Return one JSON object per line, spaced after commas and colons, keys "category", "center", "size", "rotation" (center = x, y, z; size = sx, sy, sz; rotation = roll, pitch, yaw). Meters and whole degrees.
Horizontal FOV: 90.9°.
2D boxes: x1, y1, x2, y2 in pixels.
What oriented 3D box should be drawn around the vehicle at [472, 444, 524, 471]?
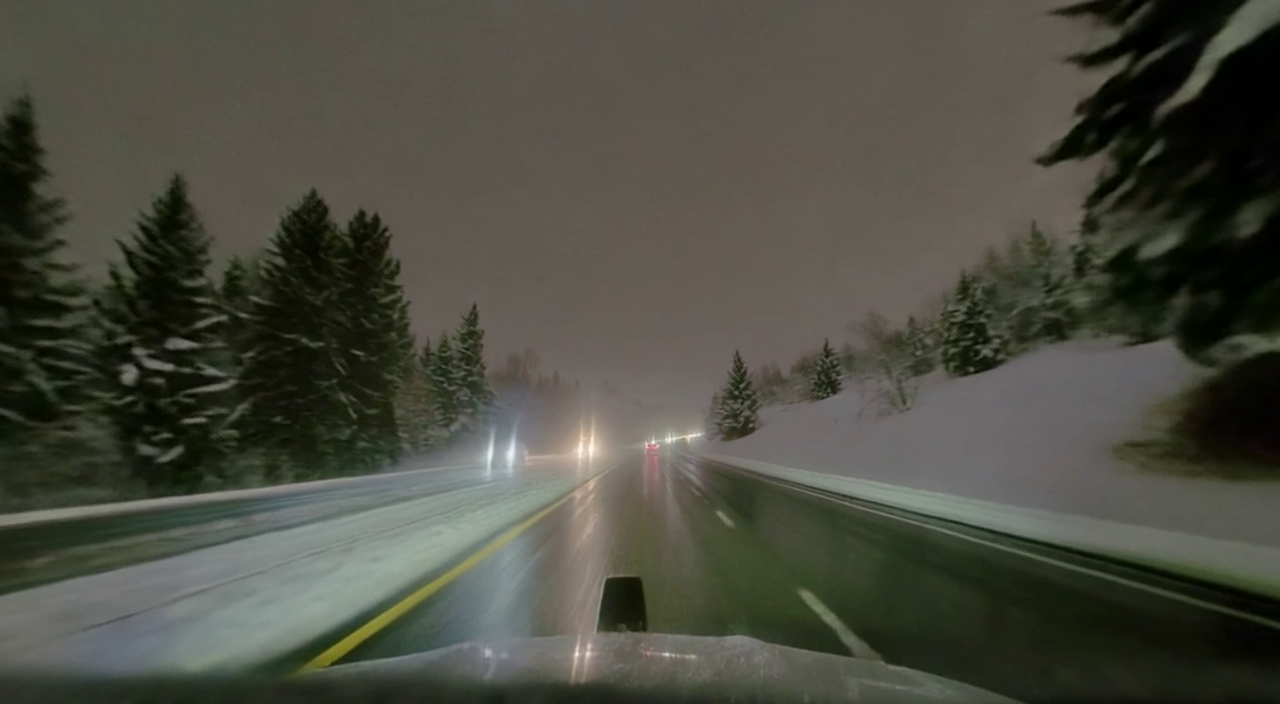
{"category": "vehicle", "center": [-8.645, 6.444, 38.740], "size": [2.040, 1.491, 4.606], "rotation": [0, -9, 1]}
